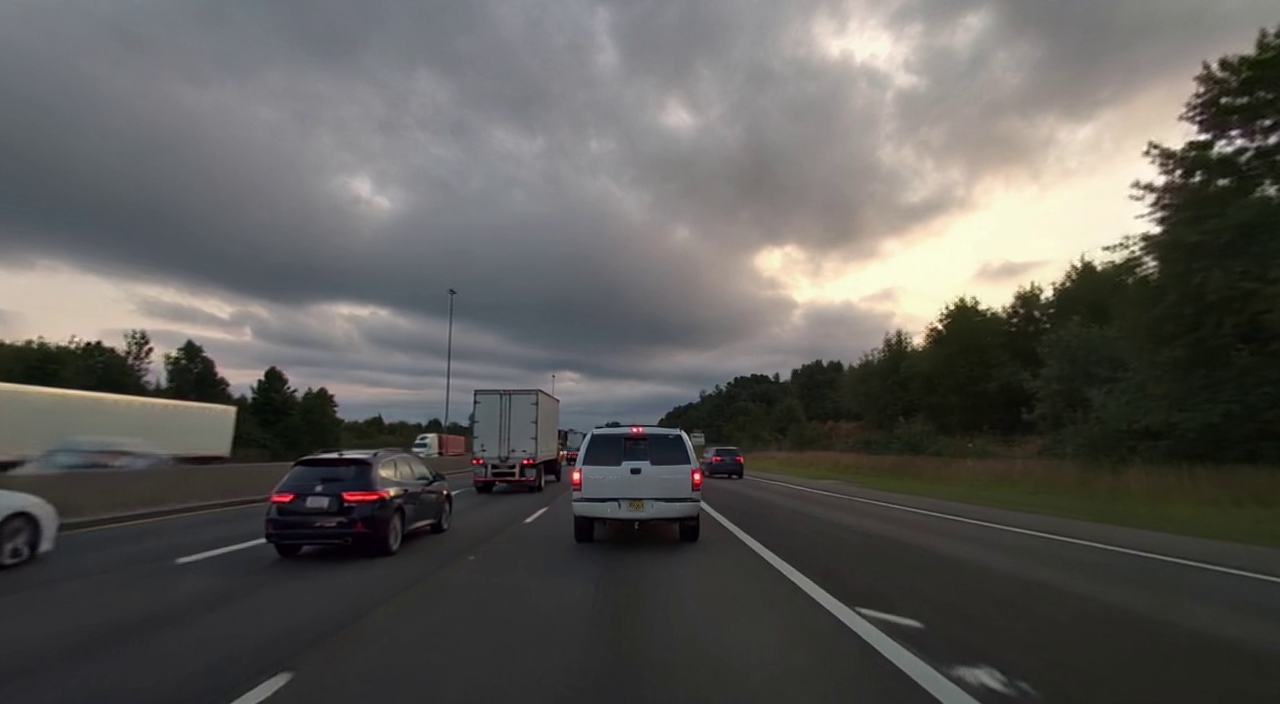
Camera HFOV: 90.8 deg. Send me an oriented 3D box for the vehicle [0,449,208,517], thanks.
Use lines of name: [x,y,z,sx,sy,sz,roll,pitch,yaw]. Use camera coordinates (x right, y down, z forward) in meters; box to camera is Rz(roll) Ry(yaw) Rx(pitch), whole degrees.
vehicle: [-15.415,3.705,18.490,2.037,1.692,4.846,-1,-9,0]

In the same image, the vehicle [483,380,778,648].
vehicle: [-0.091,1.359,6.068,1.995,1.798,3.380,0,-9,-1]

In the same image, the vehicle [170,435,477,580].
vehicle: [-3.922,1.984,8.914,1.986,1.501,4.407,-1,-9,1]

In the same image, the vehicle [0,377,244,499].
vehicle: [-22.831,3.744,26.589,3.074,4.034,14.138,0,-9,0]
